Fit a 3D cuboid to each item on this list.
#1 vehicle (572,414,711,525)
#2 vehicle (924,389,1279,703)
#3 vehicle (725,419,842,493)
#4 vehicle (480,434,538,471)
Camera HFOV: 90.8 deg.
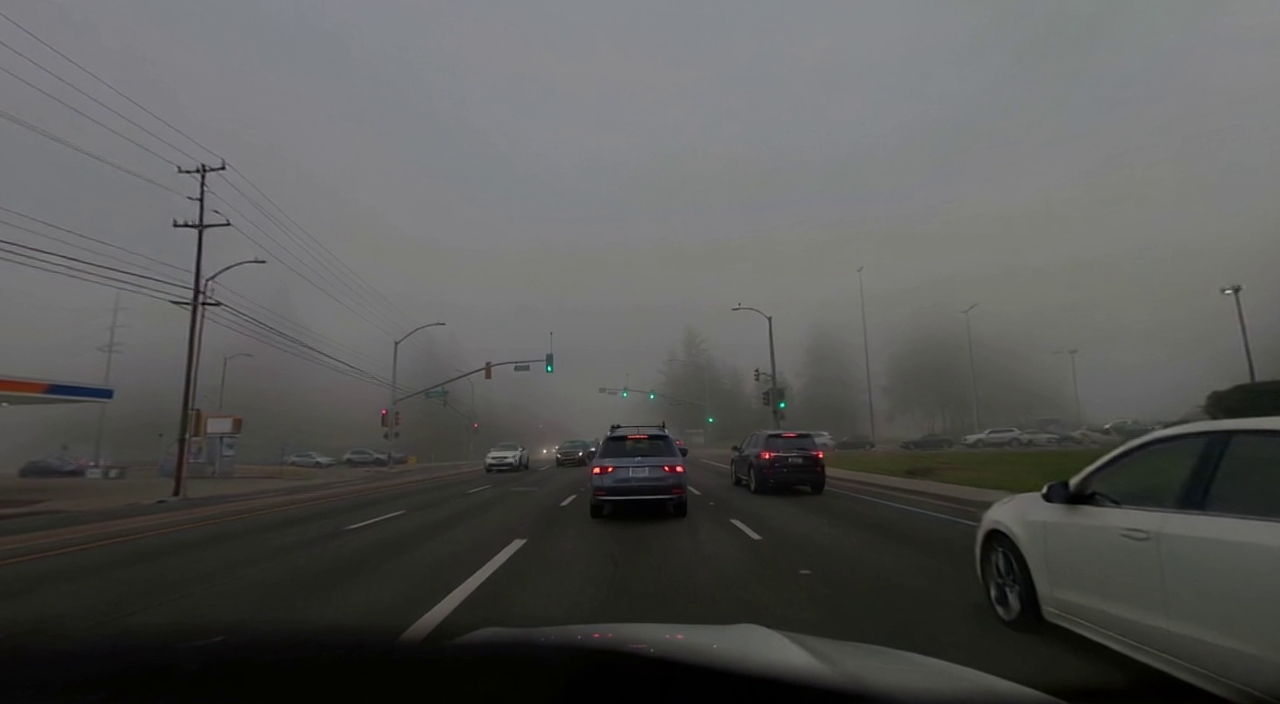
[{"bbox_3d":[-0.044,2.124,11.896,2.164,1.718,3.881,0,-8,-2],"label":"vehicle"},{"bbox_3d":[3.332,0.970,2.978,1.904,1.472,4.358,0,-8,-1],"label":"vehicle"},{"bbox_3d":[3.869,2.921,18.072,2.116,1.791,5.006,0,-8,-1],"label":"vehicle"},{"bbox_3d":[-6.448,5.017,31.673,1.994,1.695,4.471,0,-8,-1],"label":"vehicle"}]
